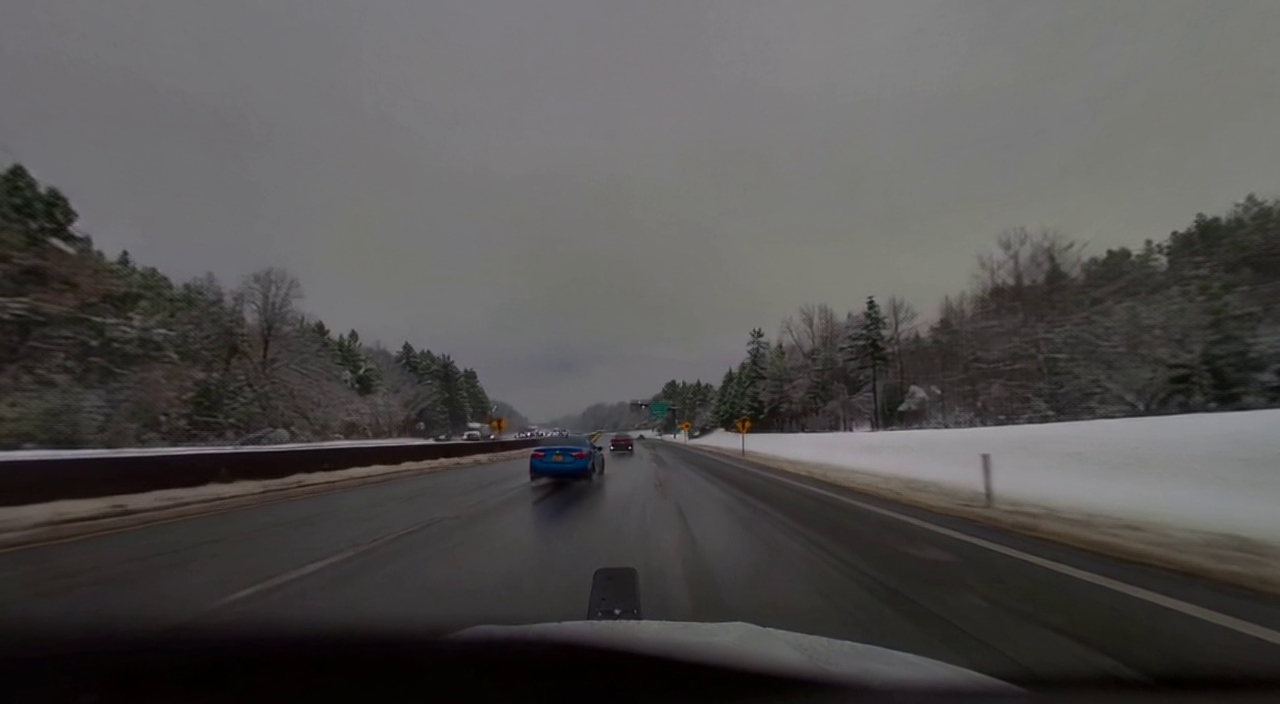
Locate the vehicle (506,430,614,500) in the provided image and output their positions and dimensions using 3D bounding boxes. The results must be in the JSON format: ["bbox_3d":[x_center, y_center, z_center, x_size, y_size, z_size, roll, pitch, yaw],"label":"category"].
[{"bbox_3d":[-1.778,2.674,15.419,1.977,1.443,4.225,0,-8,2],"label":"vehicle"}]
